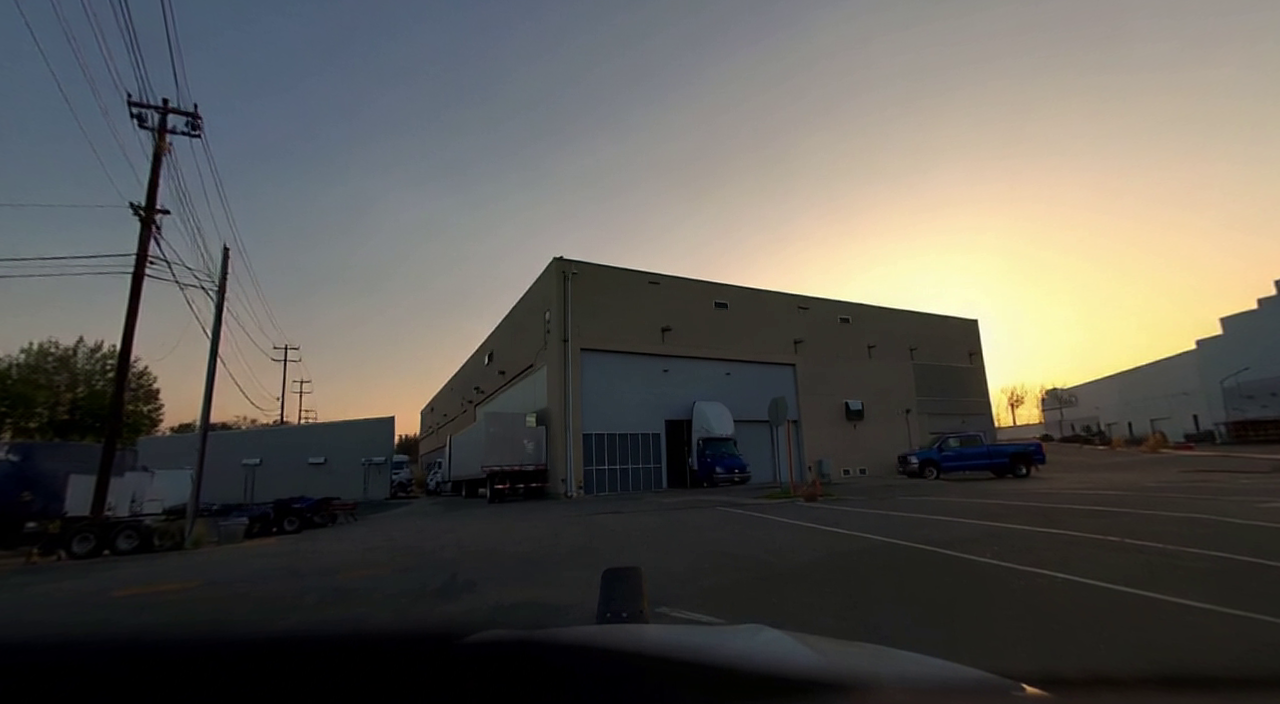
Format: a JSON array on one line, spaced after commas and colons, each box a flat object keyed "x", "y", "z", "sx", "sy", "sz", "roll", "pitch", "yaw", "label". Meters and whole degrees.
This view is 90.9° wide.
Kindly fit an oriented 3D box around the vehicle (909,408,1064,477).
[{"x": 17.480, "y": 4.636, "z": 32.034, "sx": 6.271, "sy": 3.004, "sz": 2.298, "roll": -3, "pitch": -11, "yaw": -5, "label": "vehicle"}]

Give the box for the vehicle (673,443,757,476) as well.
[{"x": 4.874, "y": 7.066, "z": 41.562, "sx": 5.207, "sy": 2.103, "sz": 1.997, "roll": 0, "pitch": -8, "yaw": -4, "label": "vehicle"}]
